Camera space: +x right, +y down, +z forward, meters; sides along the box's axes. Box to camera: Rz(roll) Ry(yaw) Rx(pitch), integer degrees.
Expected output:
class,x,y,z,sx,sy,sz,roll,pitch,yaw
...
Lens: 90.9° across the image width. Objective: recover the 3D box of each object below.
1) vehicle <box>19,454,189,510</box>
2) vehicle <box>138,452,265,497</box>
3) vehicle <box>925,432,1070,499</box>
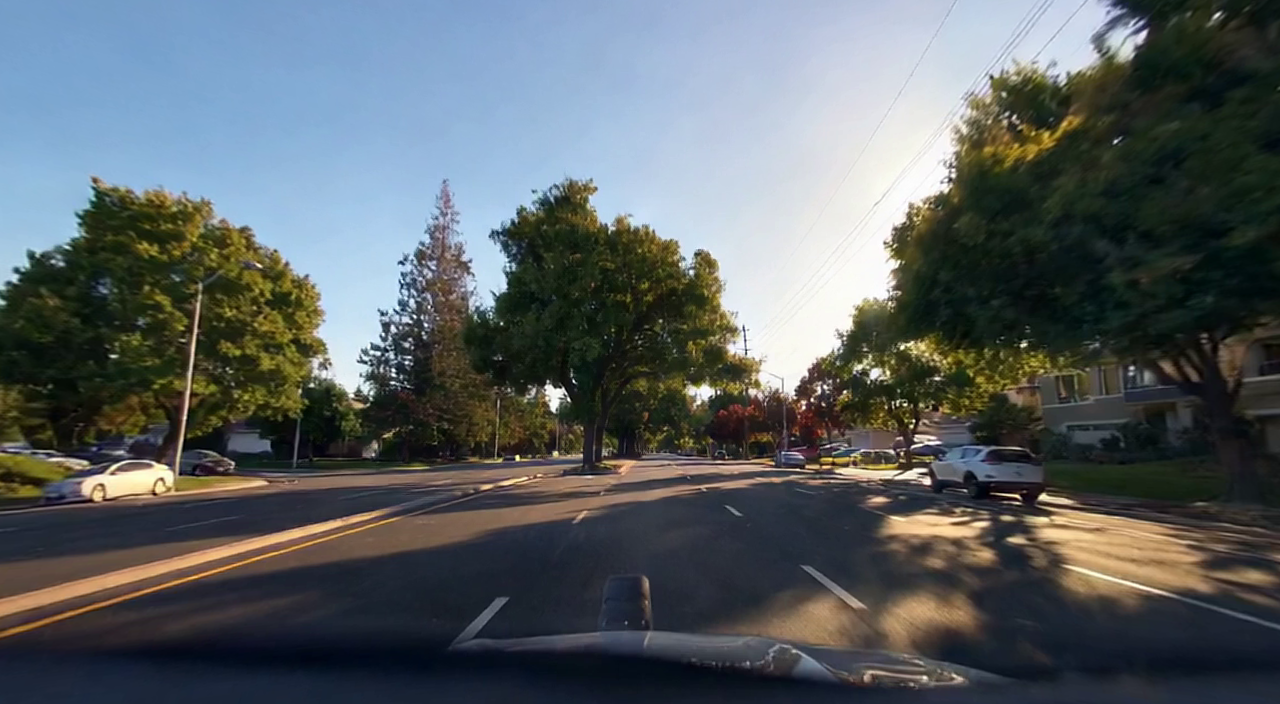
class,x,y,z,sx,sy,sz,roll,pitch,yaw
vehicle,-18.766,4.518,22.431,1.873,1.680,4.641,0,-8,1
vehicle,-18.824,5.236,27.367,2.006,1.615,4.647,2,-8,2
vehicle,11.853,3.783,21.356,2.568,2.038,4.088,-1,-8,2
